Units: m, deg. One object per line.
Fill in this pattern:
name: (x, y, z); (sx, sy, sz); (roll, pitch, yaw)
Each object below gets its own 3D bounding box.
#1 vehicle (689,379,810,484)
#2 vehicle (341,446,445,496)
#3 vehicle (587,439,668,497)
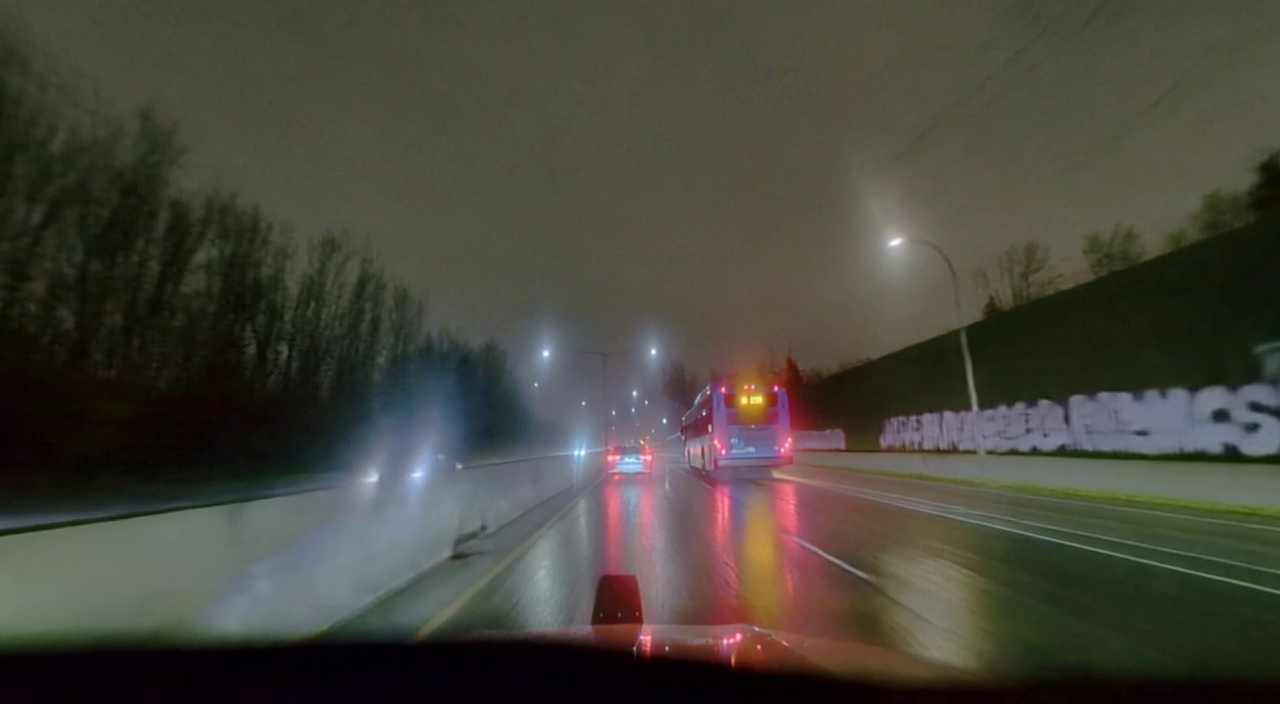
vehicle: (4.124, 3.600, 27.139); (3.055, 3.479, 12.521); (-1, -9, 1)
vehicle: (-8.607, 4.156, 22.306); (1.922, 1.560, 4.165); (-1, -9, 1)
vehicle: (-0.302, 3.457, 18.993); (2.160, 1.532, 4.073); (-1, -9, 1)
